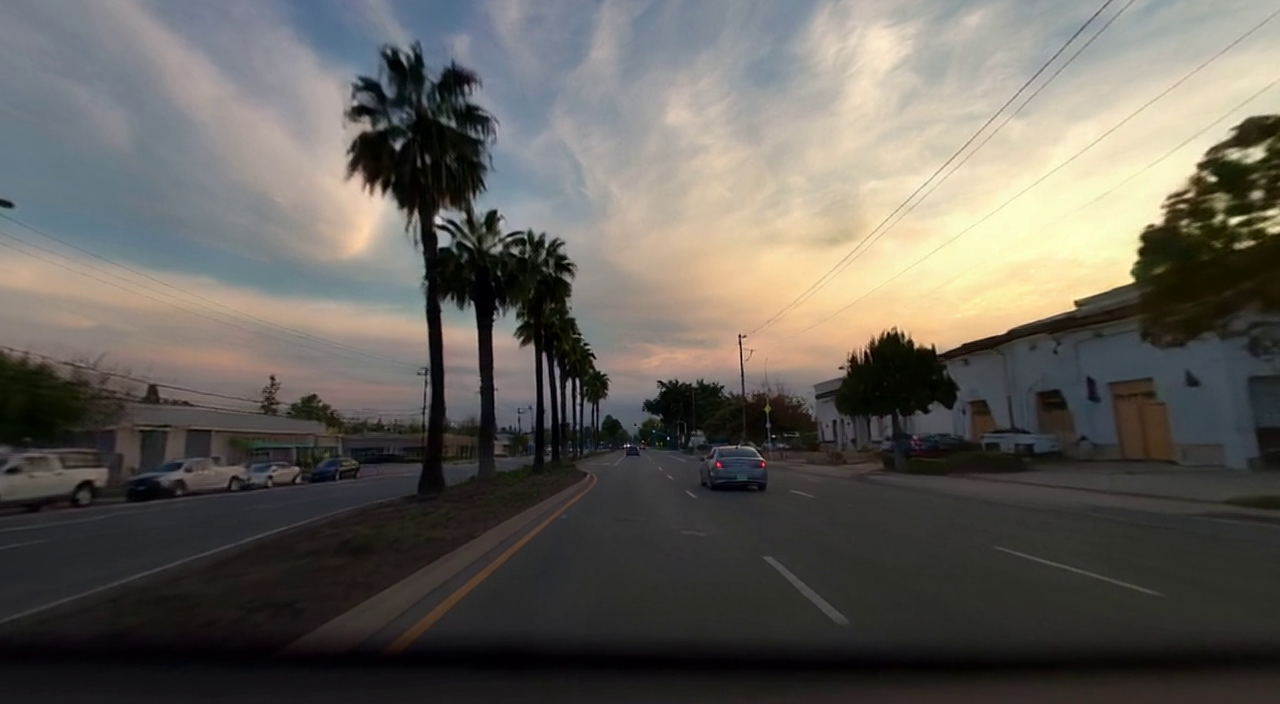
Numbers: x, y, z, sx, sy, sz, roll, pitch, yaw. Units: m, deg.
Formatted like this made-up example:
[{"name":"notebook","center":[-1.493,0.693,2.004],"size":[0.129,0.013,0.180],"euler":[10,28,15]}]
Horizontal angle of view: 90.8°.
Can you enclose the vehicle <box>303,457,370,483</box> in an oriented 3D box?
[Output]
[{"name":"vehicle","center":[-19.227,7.470,40.264],"size":[1.897,1.482,4.707],"euler":[0,-9,0]}]

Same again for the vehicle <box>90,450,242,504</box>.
[{"name":"vehicle","center":[-19.208,5.047,26.056],"size":[2.056,1.946,5.498],"euler":[0,-9,-1]}]

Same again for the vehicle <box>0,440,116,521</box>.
[{"name":"vehicle","center":[-19.185,3.801,19.003],"size":[2.344,2.232,5.170],"euler":[0,-9,-1]}]

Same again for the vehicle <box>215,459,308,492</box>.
[{"name":"vehicle","center":[-19.189,6.254,32.336],"size":[1.836,1.476,4.950],"euler":[0,-9,-1]}]

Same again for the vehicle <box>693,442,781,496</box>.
[{"name":"vehicle","center":[2.919,3.660,20.138],"size":[1.989,1.492,4.689],"euler":[0,-9,-1]}]
